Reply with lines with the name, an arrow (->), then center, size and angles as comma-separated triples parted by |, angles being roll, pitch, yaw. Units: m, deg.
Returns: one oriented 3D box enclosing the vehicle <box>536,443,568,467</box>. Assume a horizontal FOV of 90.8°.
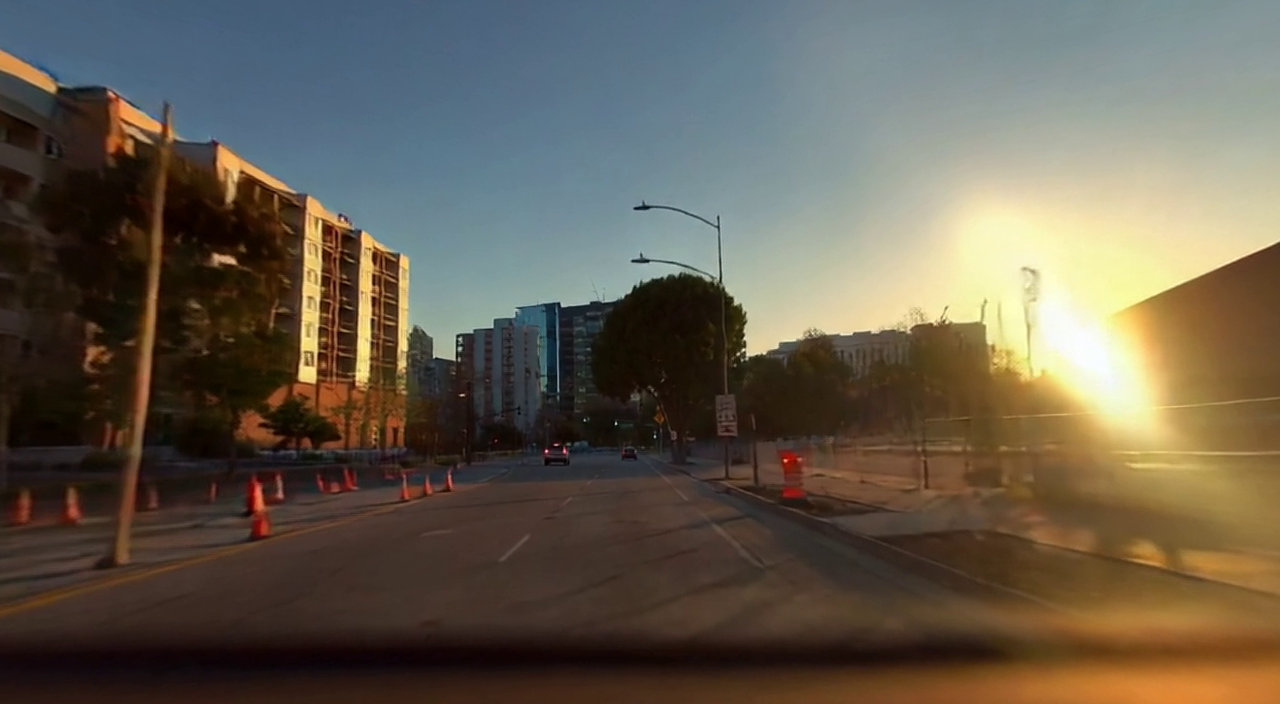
vehicle -> -6.501, 7.675, 47.275 | 2.076, 1.724, 4.188 | 0, -9, -4
